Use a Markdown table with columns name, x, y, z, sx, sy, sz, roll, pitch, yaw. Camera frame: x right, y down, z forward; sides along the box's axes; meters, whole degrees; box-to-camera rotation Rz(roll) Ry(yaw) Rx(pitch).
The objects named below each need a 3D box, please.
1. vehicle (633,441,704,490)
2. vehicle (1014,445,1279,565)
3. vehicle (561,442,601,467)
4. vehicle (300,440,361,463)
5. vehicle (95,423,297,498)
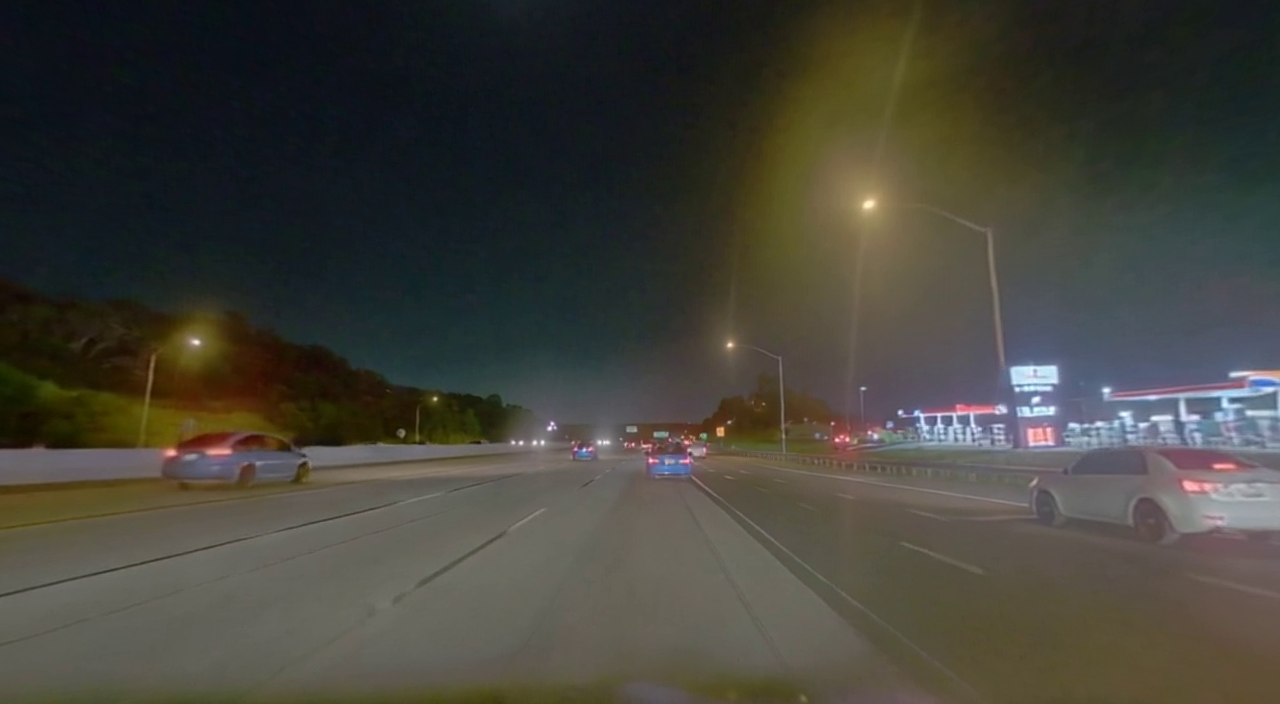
| name | x | y | z | sx | sy | sz | roll | pitch | yaw |
| --- | --- | --- | --- | --- | --- | --- | --- | --- | --- |
| vehicle | 0.863 | 3.709 | 21.030 | 2.113 | 1.464 | 4.073 | 0 | -8 | 0 |
| vehicle | 8.375 | 2.220 | 10.047 | 2.030 | 1.442 | 4.358 | 0 | -8 | -2 |
| vehicle | -3.670 | 6.503 | 40.158 | 2.047 | 1.497 | 4.208 | 0 | -8 | 2 |
| vehicle | -20.964 | 6.718 | 42.913 | 1.820 | 1.474 | 4.497 | 0 | -8 | 1 |
| vehicle | -11.168 | 2.745 | 16.368 | 1.950 | 1.664 | 4.403 | 0 | -8 | 1 |
